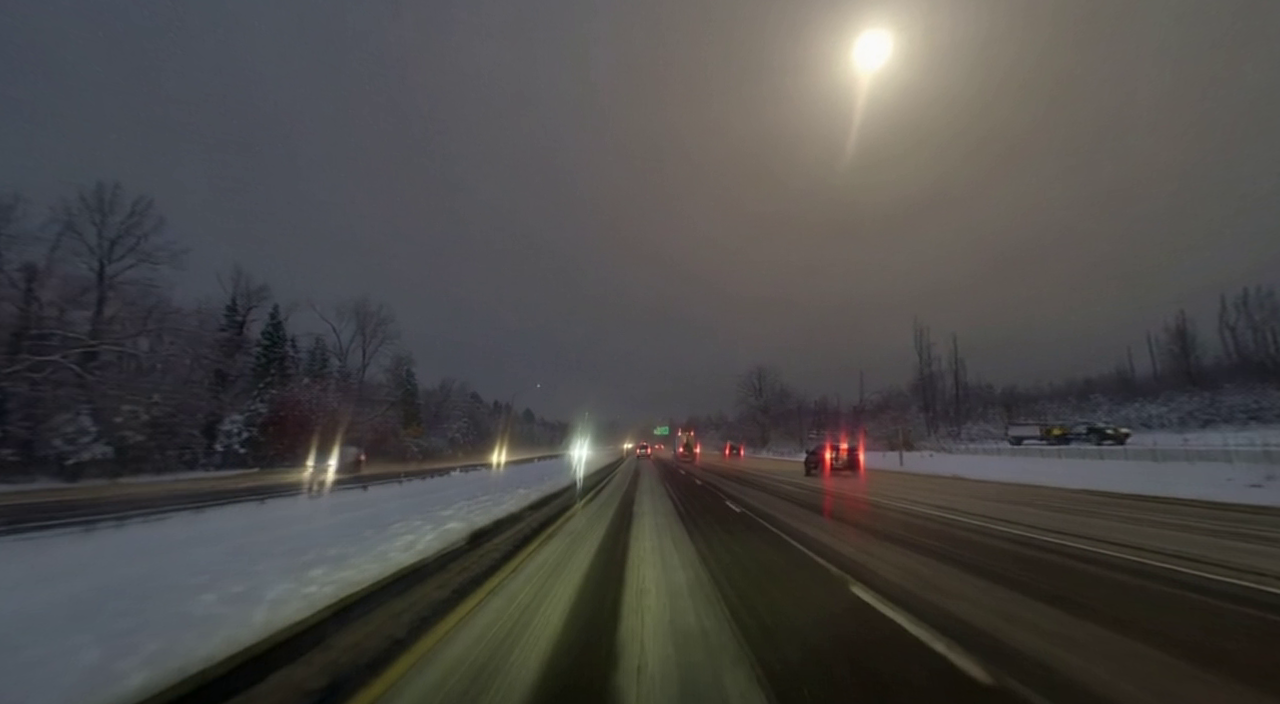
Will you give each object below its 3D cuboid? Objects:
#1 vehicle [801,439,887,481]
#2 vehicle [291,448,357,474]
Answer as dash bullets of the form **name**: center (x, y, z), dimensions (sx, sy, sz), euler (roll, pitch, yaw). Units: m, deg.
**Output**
- **vehicle**: center (8.184, 4.364, 25.698), dimensions (1.989, 1.526, 4.443), euler (0, -9, 0)
- **vehicle**: center (-24.600, 8.484, 49.296), dimensions (2.143, 1.828, 5.680), euler (0, -9, 1)
